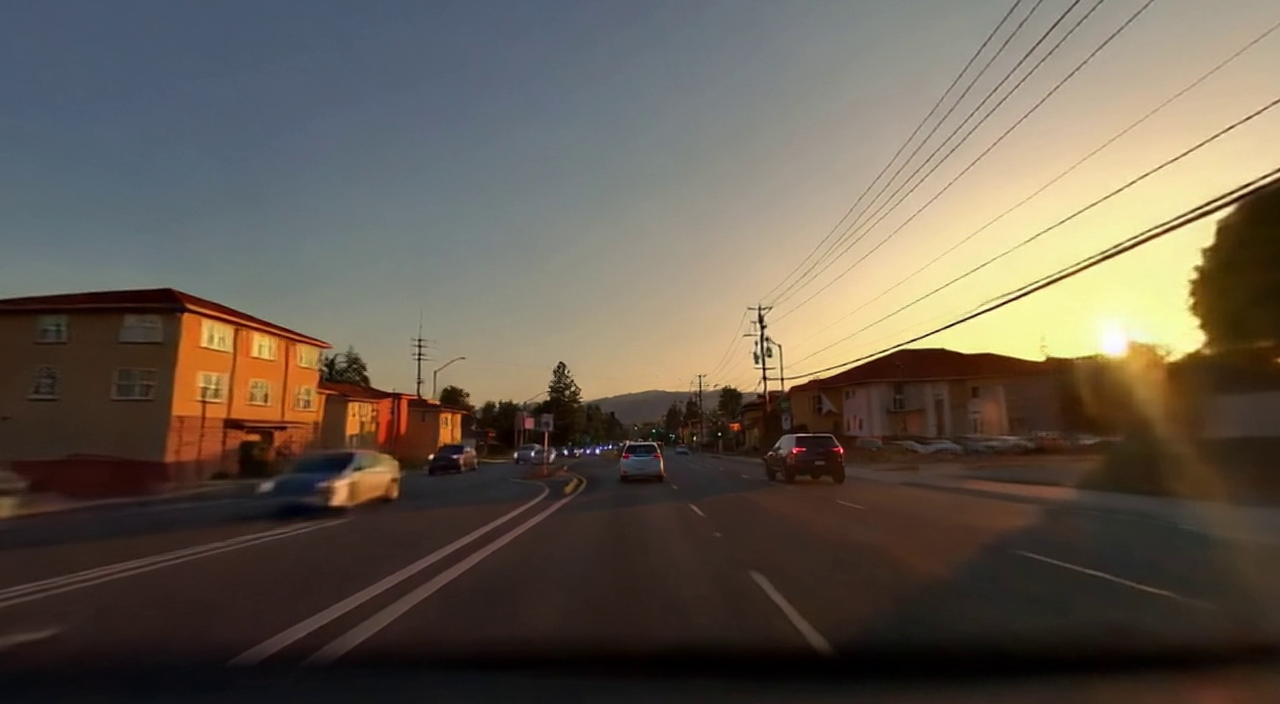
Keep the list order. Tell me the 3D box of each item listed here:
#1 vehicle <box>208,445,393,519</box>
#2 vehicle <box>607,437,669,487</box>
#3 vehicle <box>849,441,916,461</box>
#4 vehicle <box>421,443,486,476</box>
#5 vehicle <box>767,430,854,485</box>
[{"bbox_3d":[-7.967,3.066,15.432,1.941,1.514,4.618,0,-9,0],"label":"vehicle"},{"bbox_3d":[-0.099,4.119,23.845,2.138,1.702,4.168,0,-9,-1],"label":"vehicle"},{"bbox_3d":[19.085,7.786,49.702,4.415,1.519,1.907,0,-9,0],"label":"vehicle"},{"bbox_3d":[-11.317,6.566,38.754,2.193,1.851,5.705,0,-9,1],"label":"vehicle"},{"bbox_3d":[6.360,4.008,24.090,2.061,1.889,4.268,0,-9,-1],"label":"vehicle"}]
